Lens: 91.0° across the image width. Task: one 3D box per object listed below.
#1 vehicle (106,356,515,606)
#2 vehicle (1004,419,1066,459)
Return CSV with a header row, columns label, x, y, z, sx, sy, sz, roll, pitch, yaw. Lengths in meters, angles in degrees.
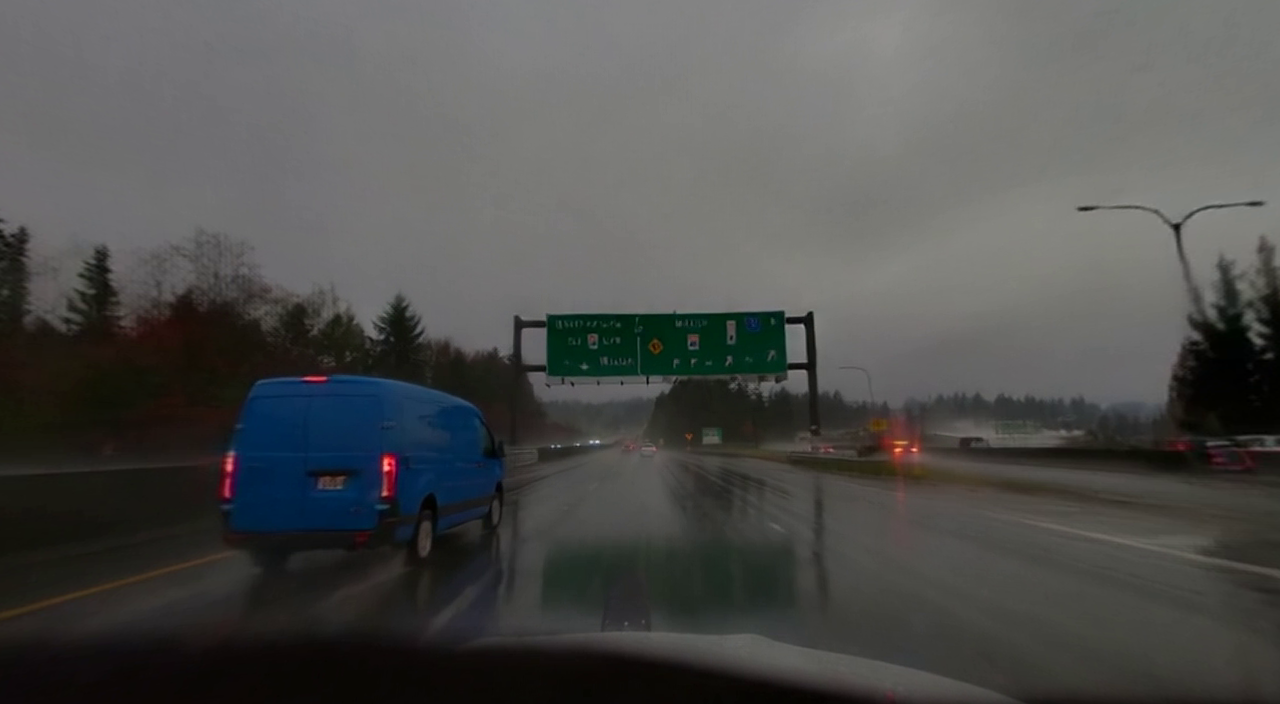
label,x,y,z,sx,sy,sz,roll,pitch,yaw
vehicle,-3.141,1.366,7.479,2.281,2.025,4.586,0,-8,1
vehicle,29.281,6.486,46.824,2.207,2.820,5.493,-2,-8,14
